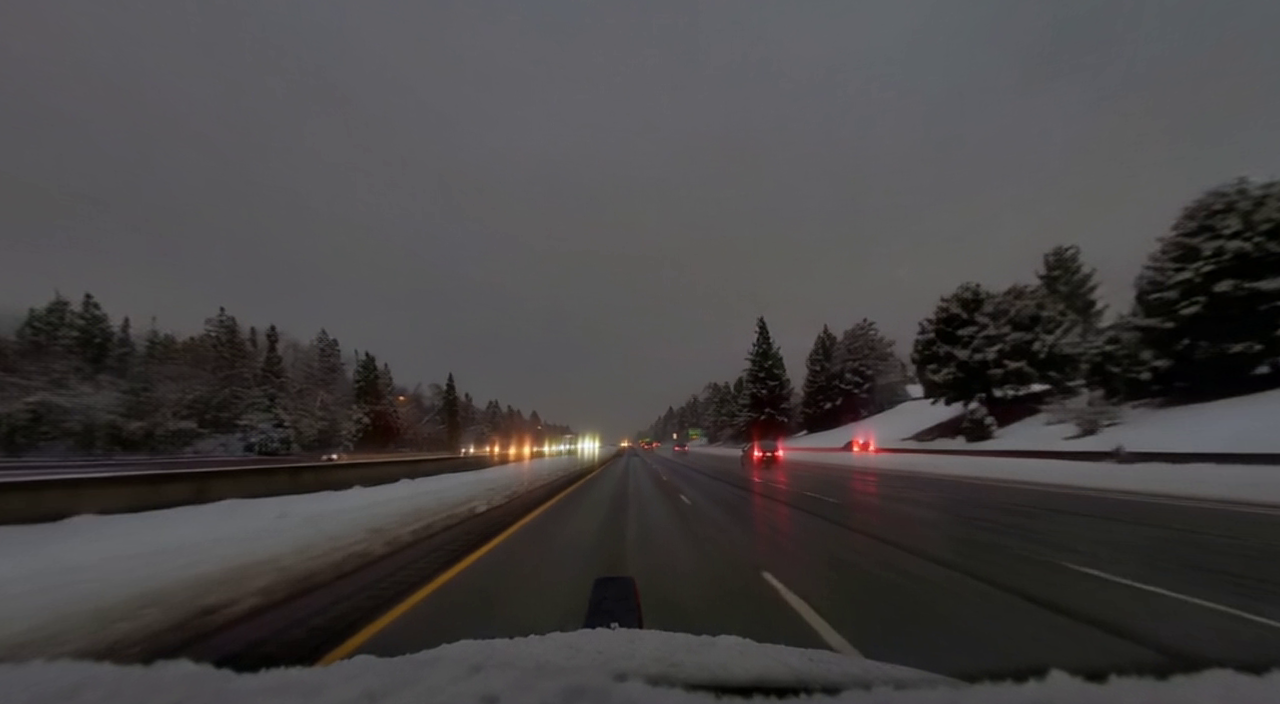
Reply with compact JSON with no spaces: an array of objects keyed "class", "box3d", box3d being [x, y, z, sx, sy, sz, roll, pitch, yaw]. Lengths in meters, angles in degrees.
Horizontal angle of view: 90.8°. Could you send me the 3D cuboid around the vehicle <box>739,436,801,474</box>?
[{"class":"vehicle","box3d":[6.236,4.974,30.790,2.030,1.706,4.279,0,-9,-1]}]
